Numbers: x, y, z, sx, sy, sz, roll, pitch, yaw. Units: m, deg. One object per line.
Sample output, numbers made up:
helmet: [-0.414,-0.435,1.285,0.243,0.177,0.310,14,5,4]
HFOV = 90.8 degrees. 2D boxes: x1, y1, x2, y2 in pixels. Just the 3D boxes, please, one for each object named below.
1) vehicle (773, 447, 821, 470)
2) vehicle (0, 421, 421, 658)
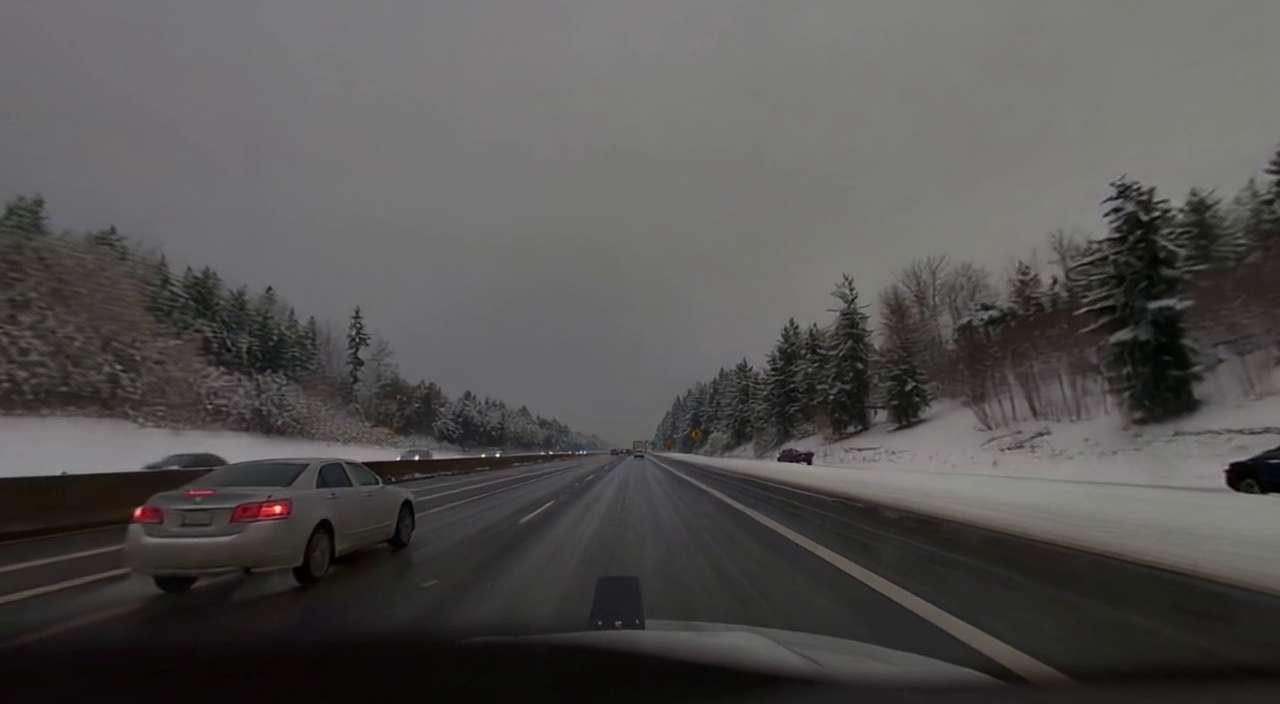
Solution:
vehicle: [11.496,7.835,46.542,2.076,1.563,4.396,1,-9,-5]
vehicle: [-3.995,1.605,6.462,1.988,1.585,4.215,0,-9,0]
